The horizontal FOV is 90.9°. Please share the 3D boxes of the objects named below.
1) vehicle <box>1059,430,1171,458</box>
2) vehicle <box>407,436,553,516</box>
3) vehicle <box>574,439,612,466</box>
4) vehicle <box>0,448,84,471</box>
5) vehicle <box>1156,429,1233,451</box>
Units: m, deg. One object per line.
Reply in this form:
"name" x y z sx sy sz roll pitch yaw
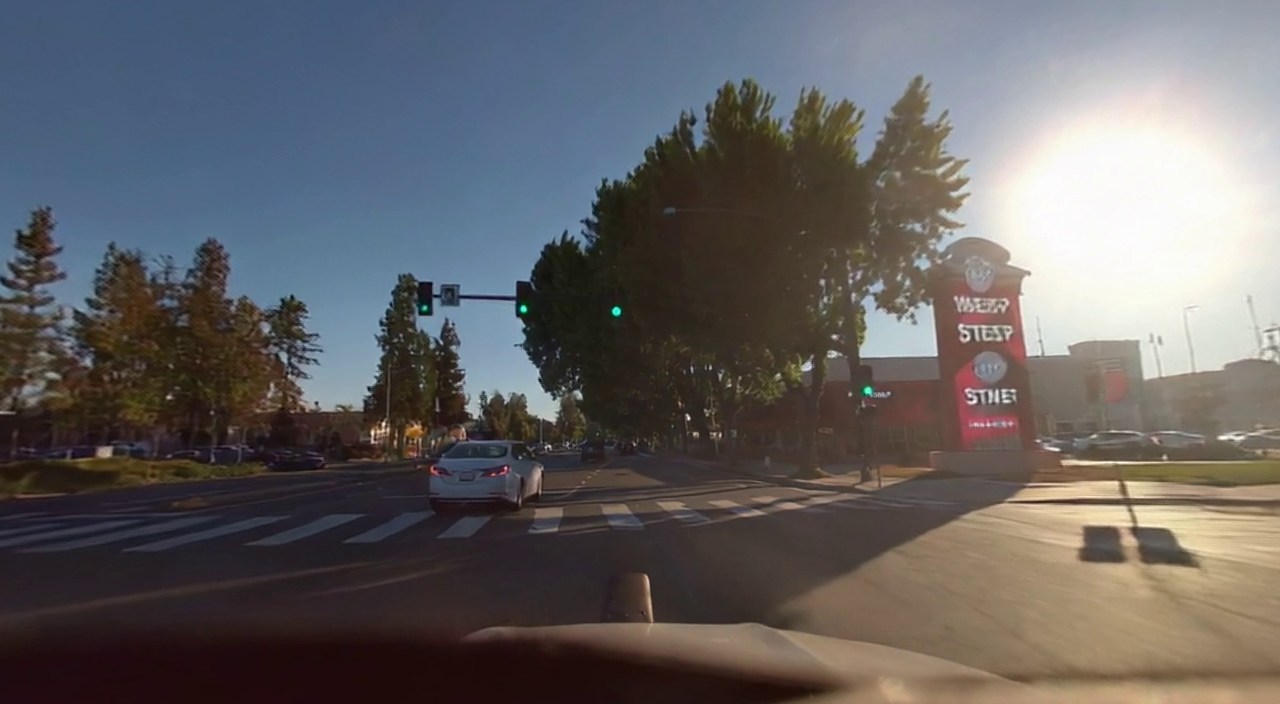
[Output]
"vehicle" 33.261 6.468 44.363 2.079 1.837 5.802 5 -10 -30
"vehicle" -3.309 2.649 14.099 2.018 1.477 4.401 0 -8 1
"vehicle" -3.053 6.610 41.637 2.109 1.692 4.220 0 -8 1
"vehicle" -40.551 7.244 42.663 1.716 1.438 4.412 0 -9 0
"vehicle" 39.013 6.212 44.398 1.627 1.455 3.562 2 -8 -24
